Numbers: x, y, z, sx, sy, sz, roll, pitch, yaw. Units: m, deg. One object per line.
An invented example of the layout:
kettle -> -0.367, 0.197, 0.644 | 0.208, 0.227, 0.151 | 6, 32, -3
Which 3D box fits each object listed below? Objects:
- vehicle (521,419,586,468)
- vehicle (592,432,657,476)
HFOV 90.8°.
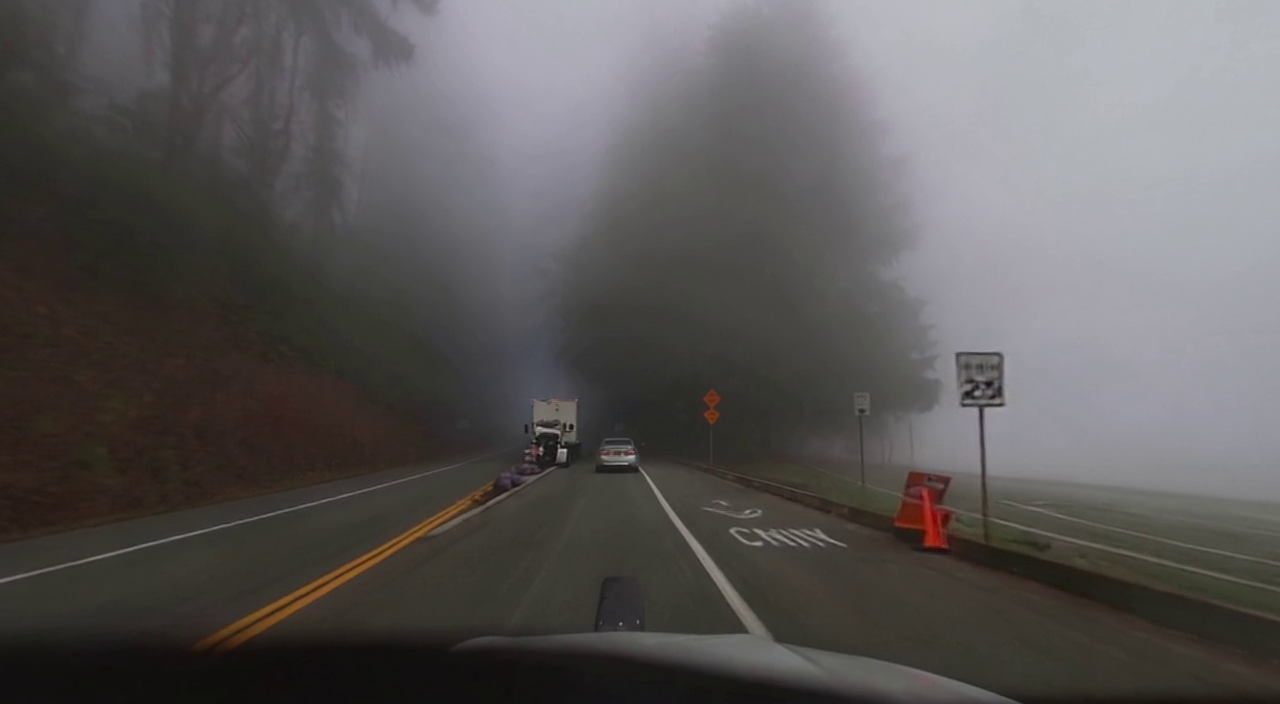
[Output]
vehicle -> -3.976, 4.290, 29.696 | 2.671, 2.053, 6.074 | 1, -8, -6
vehicle -> -0.598, 3.783, 23.649 | 2.186, 1.463, 4.356 | 0, -8, -2
